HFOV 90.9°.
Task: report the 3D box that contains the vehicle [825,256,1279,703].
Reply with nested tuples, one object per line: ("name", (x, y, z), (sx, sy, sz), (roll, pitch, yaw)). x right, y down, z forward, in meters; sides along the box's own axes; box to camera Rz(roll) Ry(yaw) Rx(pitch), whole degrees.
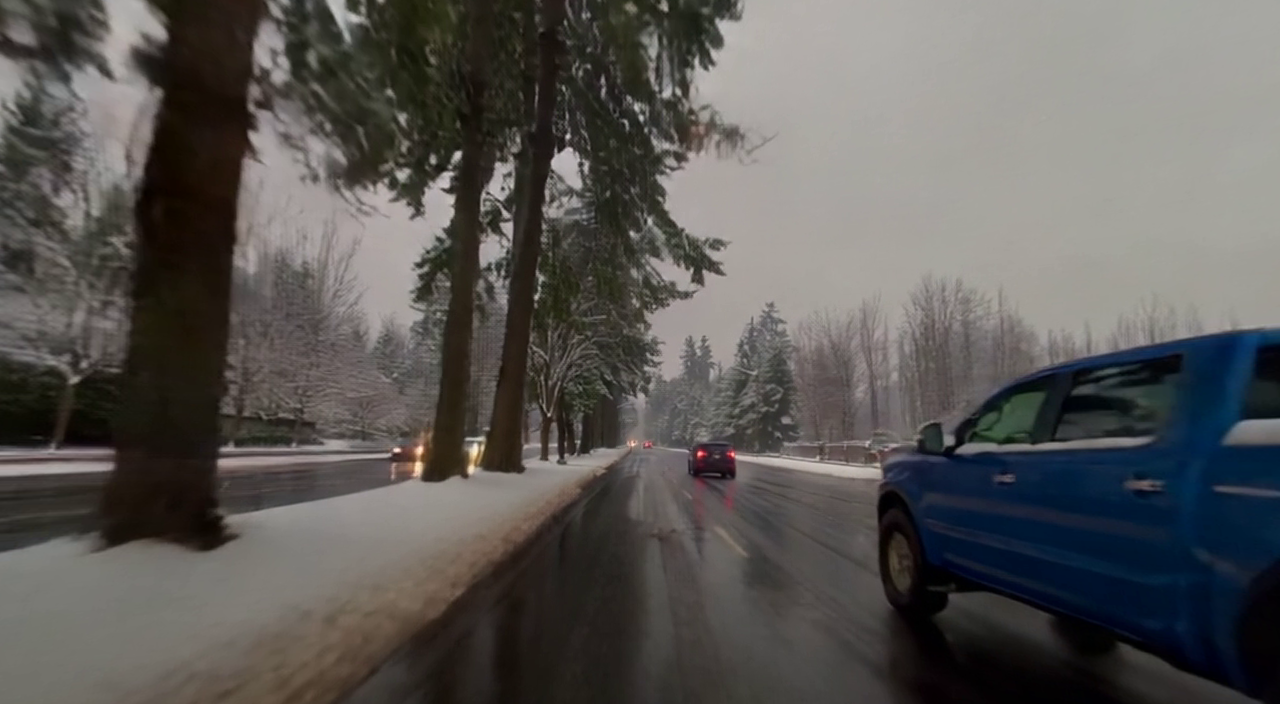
("vehicle", (3.095, 0.921, 3.223), (2.553, 1.942, 5.679), (0, -8, 0))

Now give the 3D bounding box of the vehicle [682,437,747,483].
("vehicle", (2.985, 4.449, 26.260), (2.108, 1.712, 4.616), (0, -8, -1))
